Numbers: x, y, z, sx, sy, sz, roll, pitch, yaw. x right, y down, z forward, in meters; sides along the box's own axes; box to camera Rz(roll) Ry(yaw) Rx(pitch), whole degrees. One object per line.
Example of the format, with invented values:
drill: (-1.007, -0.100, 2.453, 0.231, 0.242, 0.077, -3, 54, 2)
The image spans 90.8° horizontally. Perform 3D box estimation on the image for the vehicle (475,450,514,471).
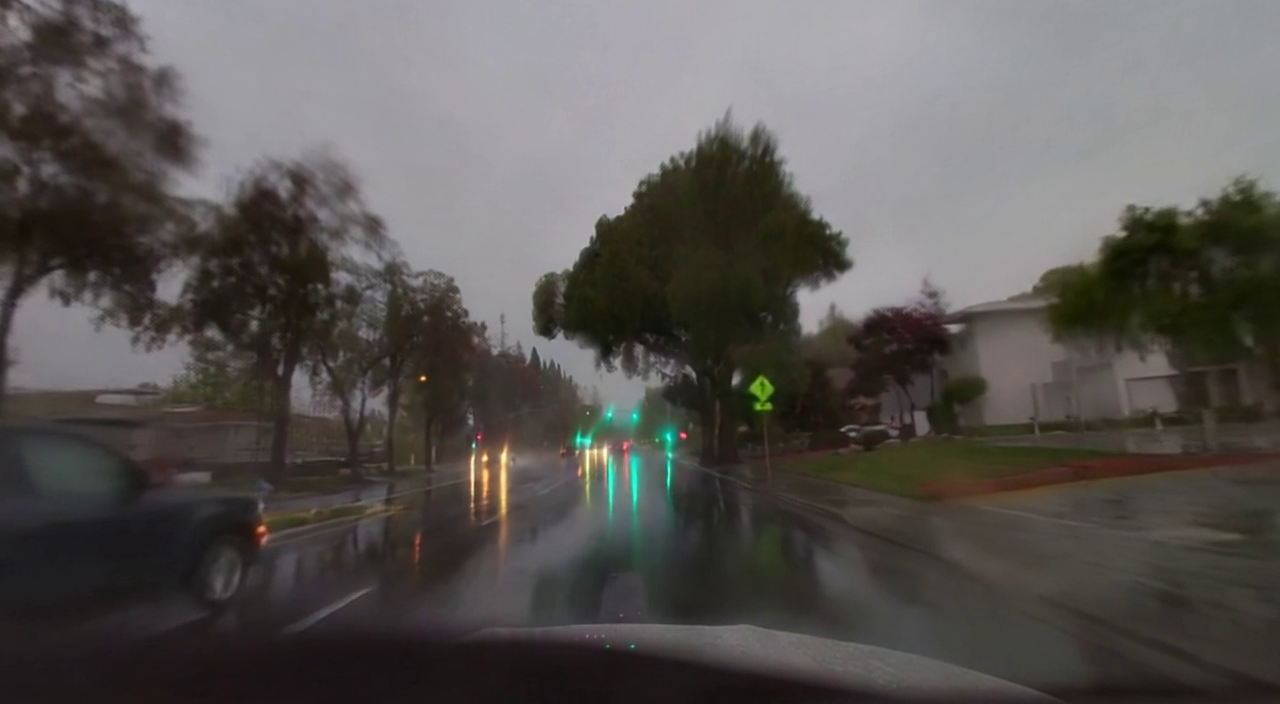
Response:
vehicle: (-11.245, 8.412, 49.179, 2.032, 1.493, 4.761, 0, -8, -1)

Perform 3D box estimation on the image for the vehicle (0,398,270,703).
vehicle: (-4.590, 1.136, 3.557, 2.169, 1.706, 4.638, 0, -8, 0)

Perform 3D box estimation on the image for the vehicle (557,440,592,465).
vehicle: (-4.712, 7.276, 46.006, 2.065, 1.714, 4.272, 0, -8, 1)
